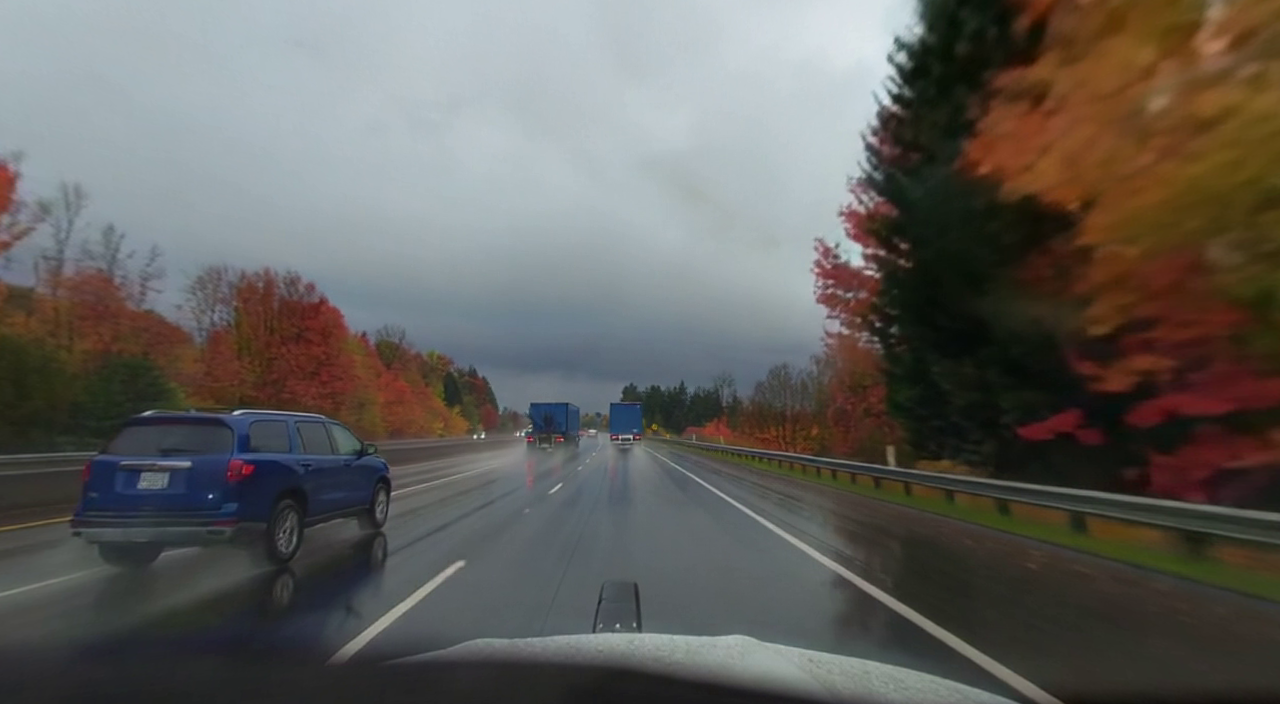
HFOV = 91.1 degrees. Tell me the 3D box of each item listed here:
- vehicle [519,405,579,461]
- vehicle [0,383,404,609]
[{"bbox_3d":[-4.765,4.376,33.957,2.383,2.726,5.677,0,-8,0],"label":"vehicle"},{"bbox_3d":[-4.515,1.364,6.967,2.089,1.669,4.515,0,-8,-1],"label":"vehicle"}]
